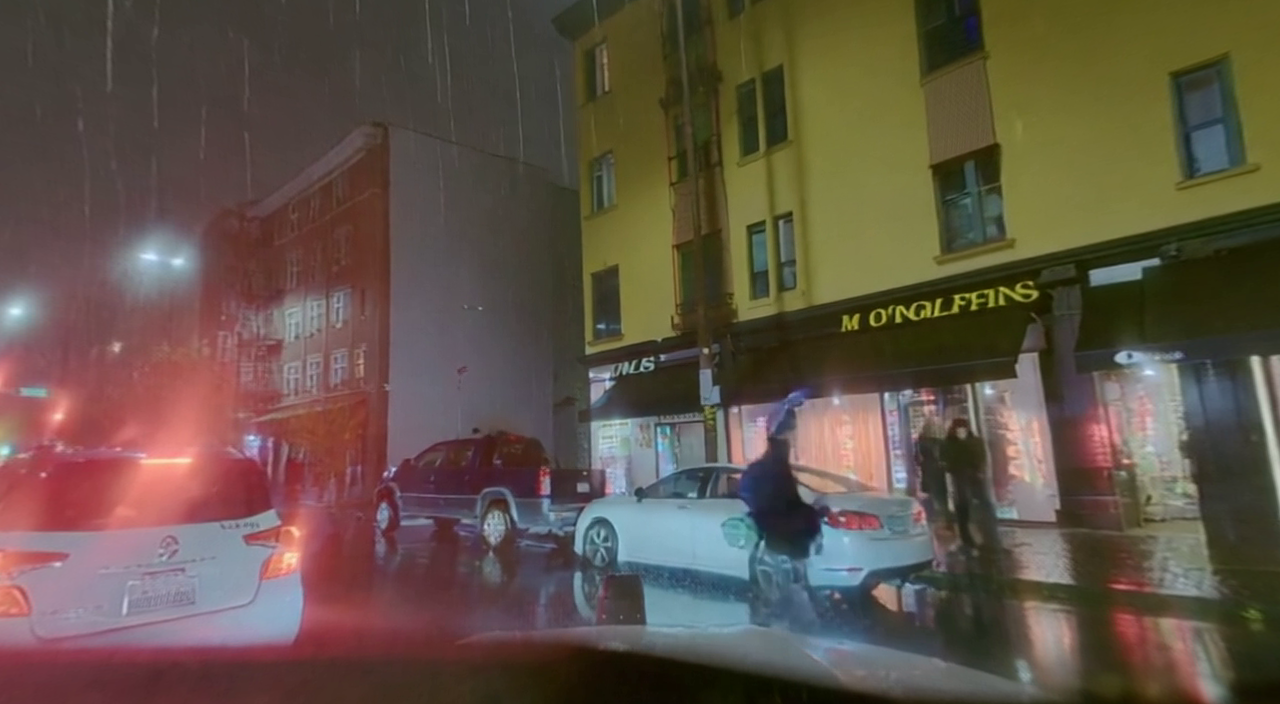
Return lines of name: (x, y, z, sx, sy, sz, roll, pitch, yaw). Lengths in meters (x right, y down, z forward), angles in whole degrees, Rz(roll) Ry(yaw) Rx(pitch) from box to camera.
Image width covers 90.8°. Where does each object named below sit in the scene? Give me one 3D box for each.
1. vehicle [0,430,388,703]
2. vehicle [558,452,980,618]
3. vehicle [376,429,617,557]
vehicle: (-3.650, 1.310, 4.255, 4.330, 1.458, 1.932, -8, -12, 43)
vehicle: (1.321, 1.993, 7.919, 4.830, 1.421, 1.826, -7, -11, 39)
vehicle: (-2.733, 2.394, 11.495, 4.580, 1.853, 1.862, -7, -11, 40)
